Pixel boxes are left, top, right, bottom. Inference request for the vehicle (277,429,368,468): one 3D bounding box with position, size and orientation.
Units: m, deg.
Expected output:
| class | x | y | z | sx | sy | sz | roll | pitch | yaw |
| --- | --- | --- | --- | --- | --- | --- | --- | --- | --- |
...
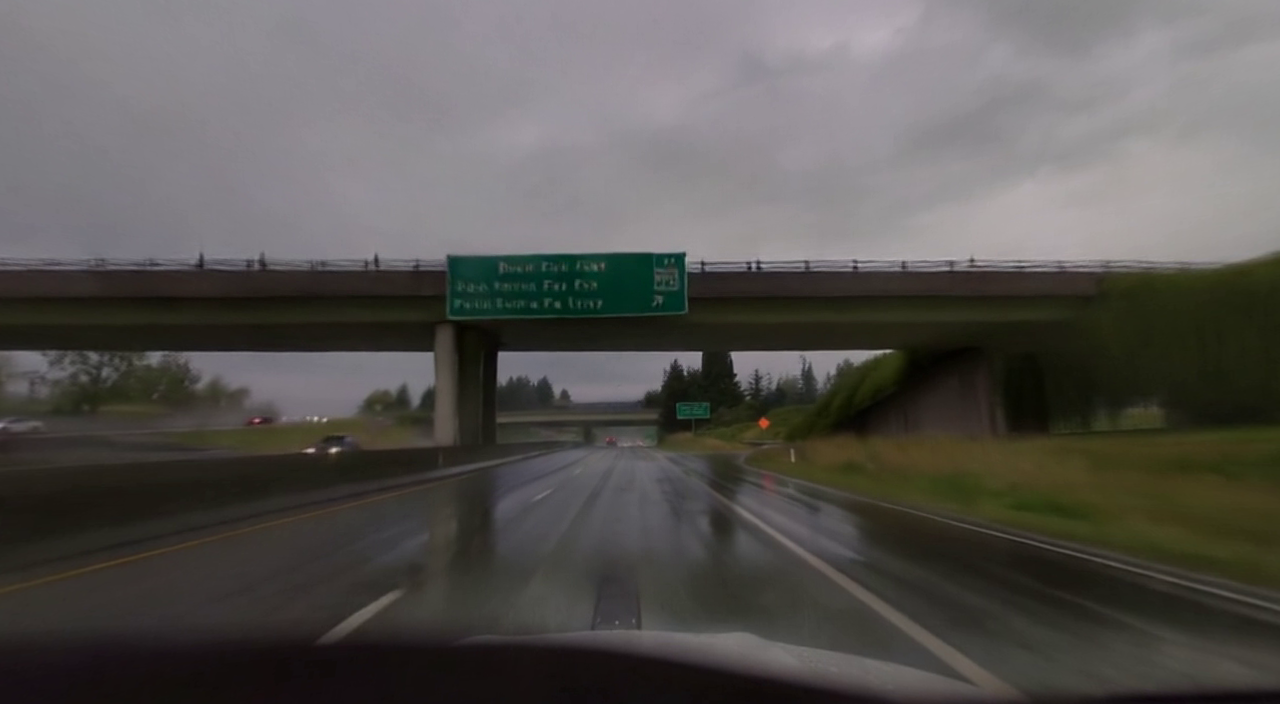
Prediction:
| class | x | y | z | sx | sy | sz | roll | pitch | yaw |
| --- | --- | --- | --- | --- | --- | --- | --- | --- | --- |
| vehicle | -15.730 | 4.788 | 31.555 | 2.112 | 1.744 | 4.771 | 1 | -8 | -1 |
